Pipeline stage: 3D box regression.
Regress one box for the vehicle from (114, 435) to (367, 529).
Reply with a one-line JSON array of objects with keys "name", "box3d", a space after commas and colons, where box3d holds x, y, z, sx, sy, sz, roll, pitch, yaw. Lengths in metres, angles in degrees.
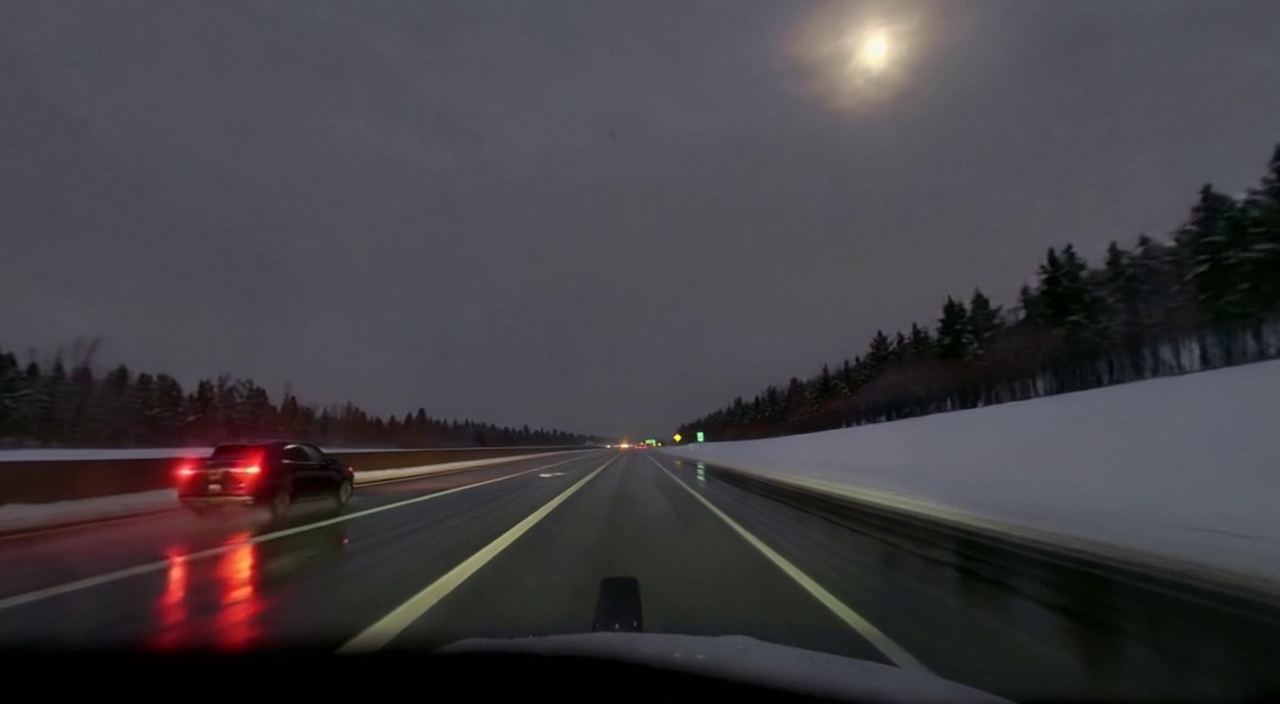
[{"name": "vehicle", "box3d": [-7.721, 2.528, 12.990, 2.005, 1.545, 4.874, 0, -9, 0]}]
